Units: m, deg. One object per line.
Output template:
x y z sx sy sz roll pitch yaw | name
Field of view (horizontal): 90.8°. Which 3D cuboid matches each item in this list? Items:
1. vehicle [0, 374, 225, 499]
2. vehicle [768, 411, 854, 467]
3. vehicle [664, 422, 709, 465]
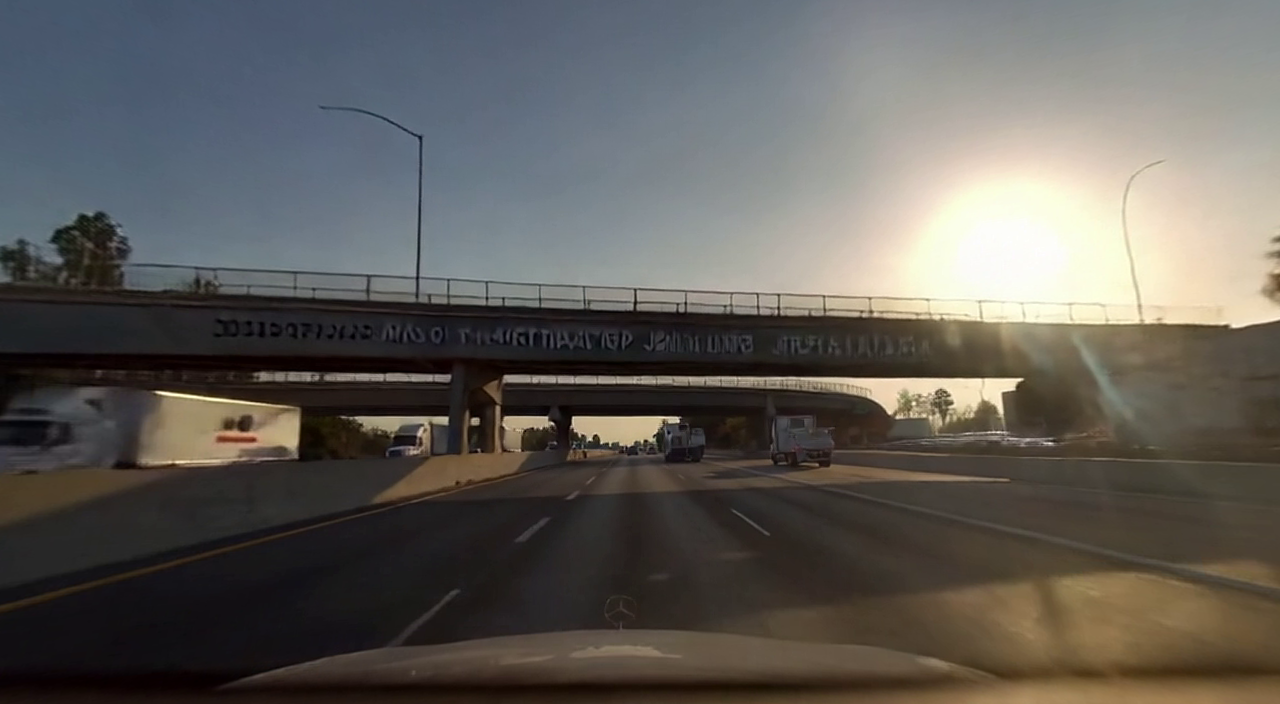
-17.367 2.805 20.747 3.008 3.447 6.441 0 -9 -1 | vehicle
11.104 5.890 42.223 2.912 3.293 9.588 0 -9 -1 | vehicle
3.521 7.183 49.439 2.742 3.054 7.537 0 -9 -1 | vehicle
